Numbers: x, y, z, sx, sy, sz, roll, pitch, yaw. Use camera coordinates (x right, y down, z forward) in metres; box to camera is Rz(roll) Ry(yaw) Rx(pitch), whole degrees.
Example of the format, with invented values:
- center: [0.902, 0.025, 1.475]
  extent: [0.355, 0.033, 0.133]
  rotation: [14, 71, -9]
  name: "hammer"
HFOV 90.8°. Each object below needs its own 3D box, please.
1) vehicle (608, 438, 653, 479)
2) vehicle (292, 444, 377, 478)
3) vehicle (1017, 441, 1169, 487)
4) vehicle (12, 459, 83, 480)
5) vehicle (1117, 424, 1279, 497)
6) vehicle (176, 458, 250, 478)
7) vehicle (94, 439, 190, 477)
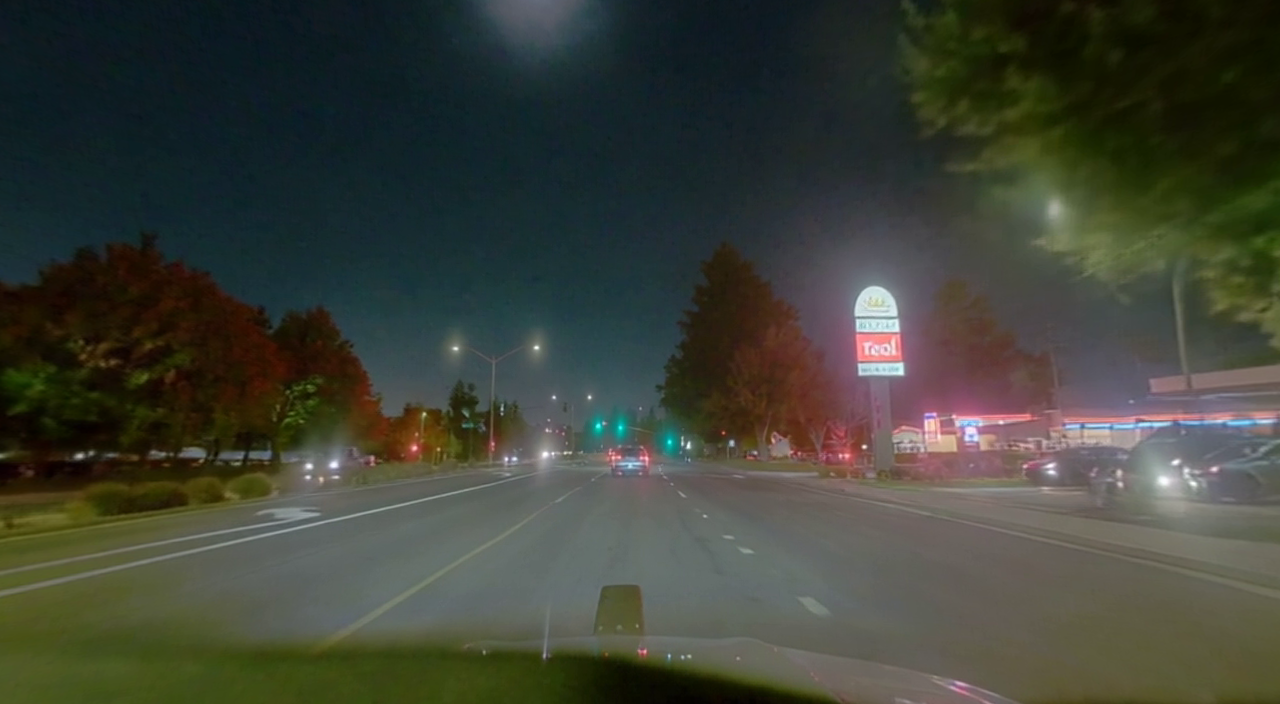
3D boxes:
- center: [-0.455, 5.377, 32.147]
  extent: [2.096, 1.961, 4.259]
  rotation: [0, -9, 0]
  name: "vehicle"
- center: [-20.168, 7.204, 42.122]
  extent: [2.492, 2.083, 6.312]
  rotation: [0, -9, 1]
  name: "vehicle"
- center: [16.250, 4.039, 22.812]
  extent: [4.026, 1.463, 1.826]
  rotation: [-1, -10, -2]
  name: "vehicle"
- center: [-45.555, 9.011, 48.663]
  extent: [1.750, 1.432, 3.827]
  rotation: [0, -9, 0]
  name: "vehicle"
- center: [16.377, 2.965, 17.440]
  extent: [4.629, 1.829, 2.025]
  rotation: [-1, -10, 1]
  name: "vehicle"
- center: [-32.206, 8.739, 47.720]
  extent: [4.063, 1.479, 1.939]
  rotation: [0, -9, -2]
  name: "vehicle"
- center: [-32.882, 7.022, 42.020]
  extent: [2.818, 2.313, 5.508]
  rotation: [3, -9, -14]
  name: "vehicle"
